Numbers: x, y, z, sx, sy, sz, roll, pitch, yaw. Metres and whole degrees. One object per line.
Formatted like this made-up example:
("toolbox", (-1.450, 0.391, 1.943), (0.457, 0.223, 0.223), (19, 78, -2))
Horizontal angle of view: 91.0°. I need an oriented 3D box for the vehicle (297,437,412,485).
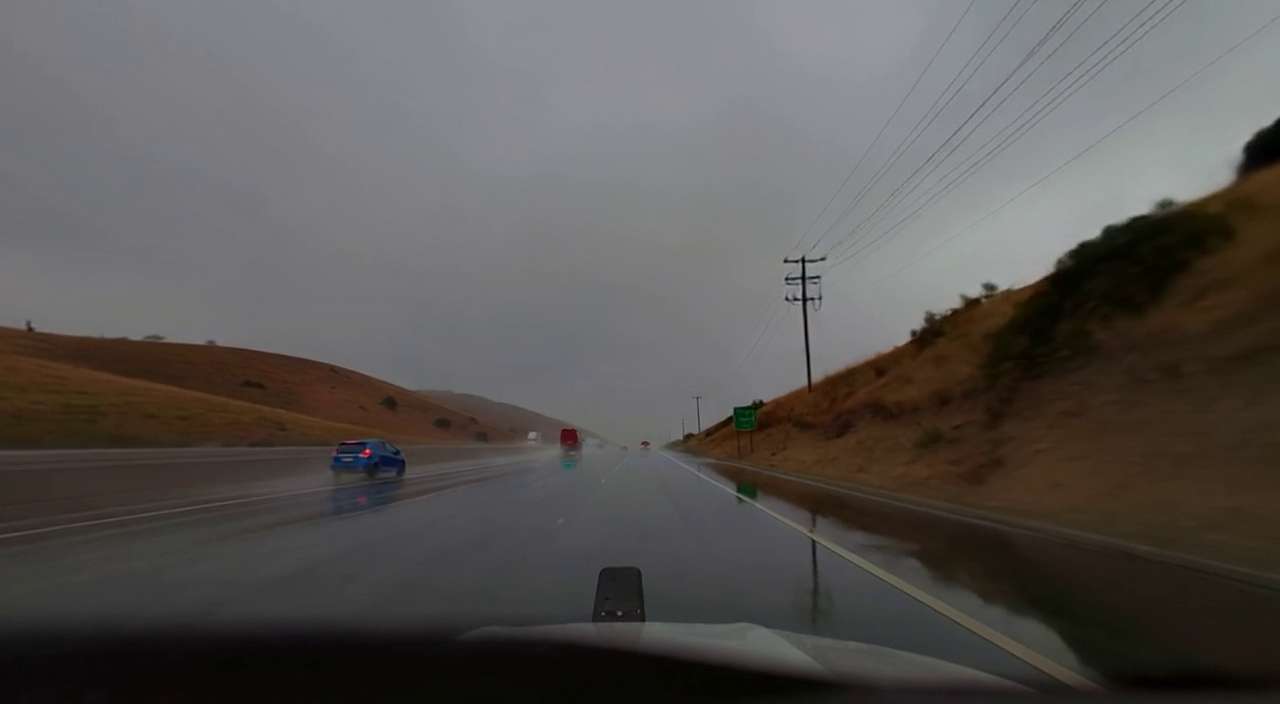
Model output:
("vehicle", (-10.372, 3.996, 23.374), (1.971, 1.558, 4.847), (1, -9, 0))
